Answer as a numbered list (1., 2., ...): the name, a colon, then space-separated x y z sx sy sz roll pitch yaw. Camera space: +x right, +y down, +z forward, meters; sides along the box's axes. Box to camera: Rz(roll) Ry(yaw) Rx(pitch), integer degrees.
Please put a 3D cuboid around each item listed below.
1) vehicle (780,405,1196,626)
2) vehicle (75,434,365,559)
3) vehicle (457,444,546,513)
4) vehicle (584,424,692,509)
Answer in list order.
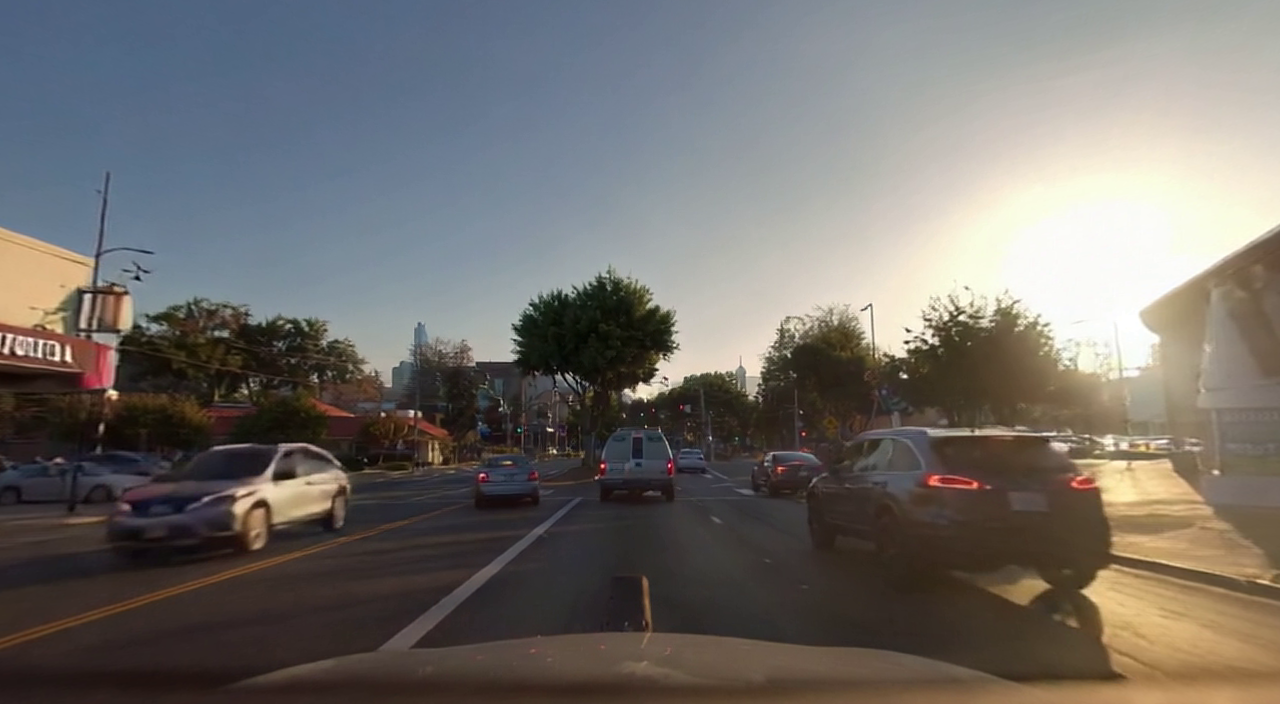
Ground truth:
1. vehicle: 3.363 1.665 7.527 2.276 1.787 4.630 0 -8 0
2. vehicle: -6.938 2.371 11.207 2.121 1.746 4.402 0 -8 0
3. vehicle: -3.638 3.262 16.912 1.975 1.570 4.456 1 -8 -11
4. vehicle: -0.076 3.207 18.215 2.638 2.065 5.313 0 -8 0
